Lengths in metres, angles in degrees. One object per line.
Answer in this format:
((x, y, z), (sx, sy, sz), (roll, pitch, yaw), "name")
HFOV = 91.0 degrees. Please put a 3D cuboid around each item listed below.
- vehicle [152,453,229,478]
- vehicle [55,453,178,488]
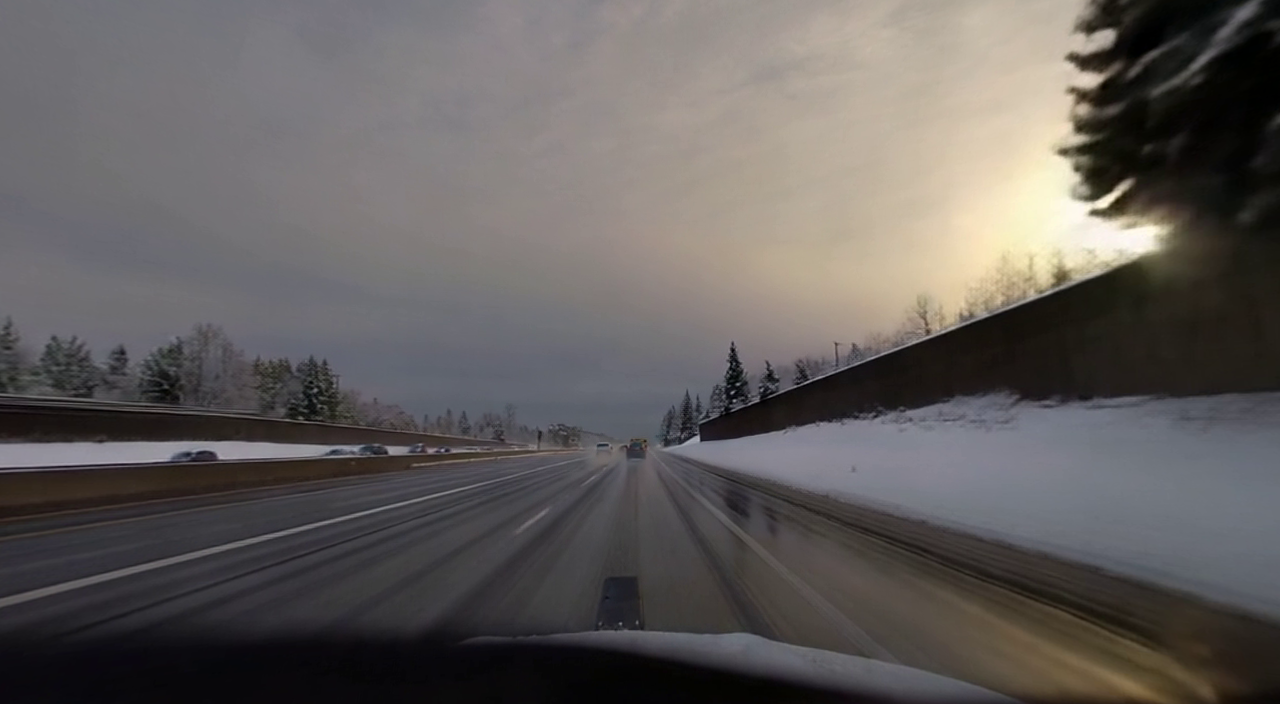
((-29.908, 7.565, 42.119), (1.835, 1.532, 4.481), (0, -9, 0), "vehicle")
((-26.033, 5.882, 31.561), (2.033, 1.555, 4.737), (0, -9, 1), "vehicle")
